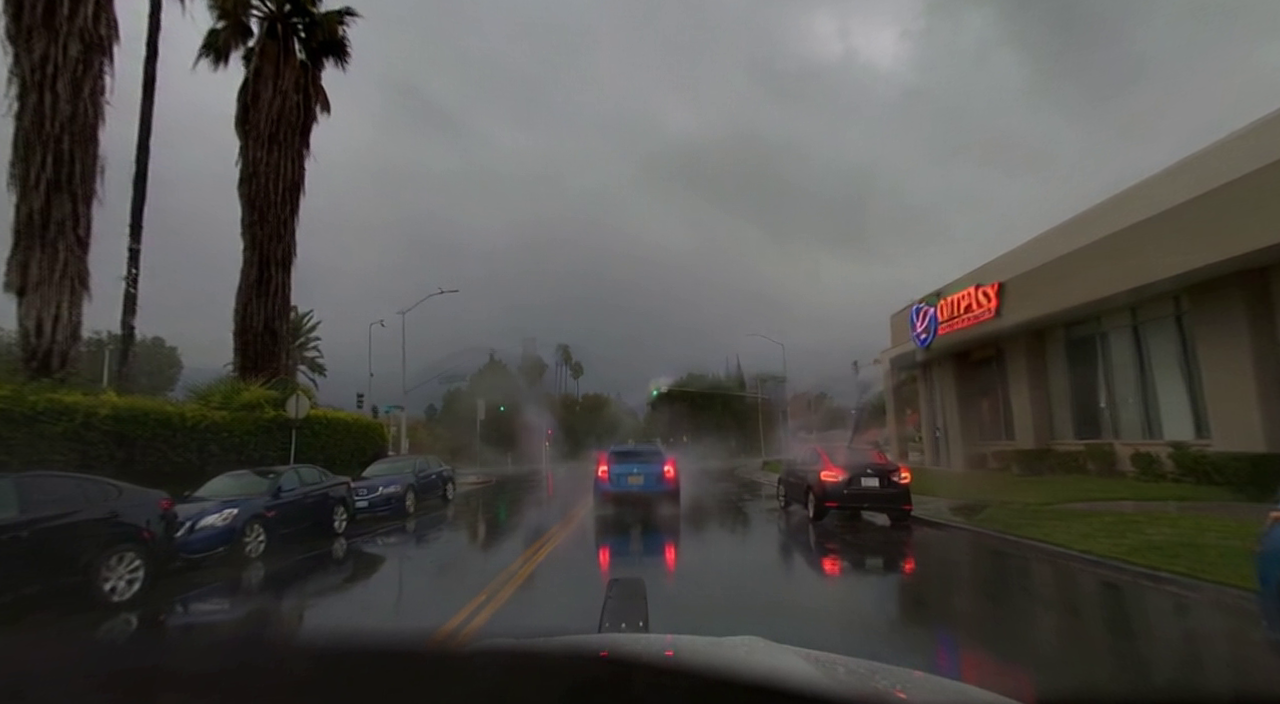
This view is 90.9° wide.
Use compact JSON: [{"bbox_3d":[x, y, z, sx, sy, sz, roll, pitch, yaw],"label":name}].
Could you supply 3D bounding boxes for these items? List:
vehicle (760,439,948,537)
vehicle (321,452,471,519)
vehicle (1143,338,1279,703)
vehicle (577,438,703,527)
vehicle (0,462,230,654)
[{"bbox_3d":[3.569,2.325,11.503,1.821,1.417,4.454,0,-8,-1],"label":"vehicle"},{"bbox_3d":[-6.362,3.498,17.143,2.105,1.469,4.693,0,-8,1],"label":"vehicle"},{"bbox_3d":[3.598,0.554,0.543,2.099,1.786,5.198,0,-8,1],"label":"vehicle"},{"bbox_3d":[-0.013,2.449,12.449,2.060,1.452,4.078,0,-8,0],"label":"vehicle"},{"bbox_3d":[-6.172,1.809,5.704,1.850,1.482,4.454,0,-8,1],"label":"vehicle"}]
